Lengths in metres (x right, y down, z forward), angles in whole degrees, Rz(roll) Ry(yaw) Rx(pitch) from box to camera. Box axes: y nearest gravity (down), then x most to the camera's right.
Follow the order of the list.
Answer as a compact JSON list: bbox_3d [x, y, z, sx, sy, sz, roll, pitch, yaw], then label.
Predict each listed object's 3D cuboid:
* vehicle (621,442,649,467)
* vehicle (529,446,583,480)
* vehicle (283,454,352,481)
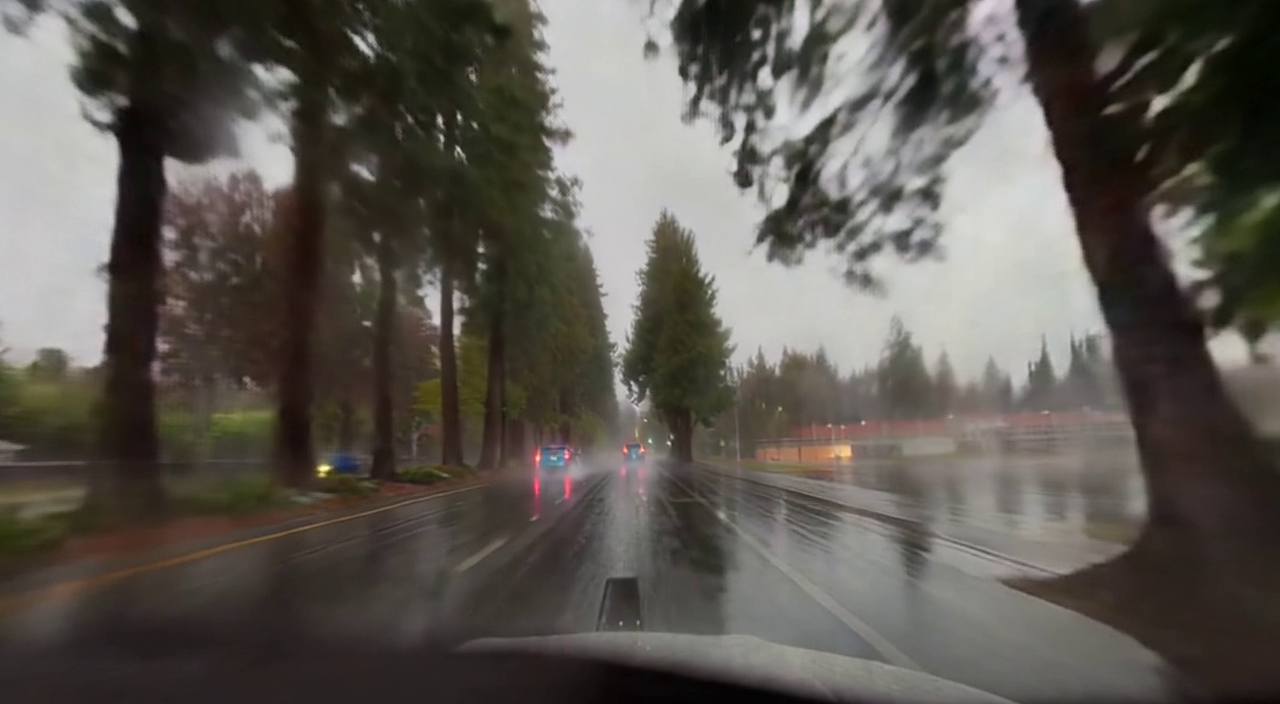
[{"bbox_3d":[-0.381,7.692,47.709,2.018,1.769,3.897,0,-8,-1],"label":"vehicle"},{"bbox_3d":[-3.865,5.143,29.649,1.917,1.448,4.178,0,-8,0],"label":"vehicle"},{"bbox_3d":[-19.977,7.165,39.385,1.872,1.479,4.643,0,-8,0],"label":"vehicle"}]
